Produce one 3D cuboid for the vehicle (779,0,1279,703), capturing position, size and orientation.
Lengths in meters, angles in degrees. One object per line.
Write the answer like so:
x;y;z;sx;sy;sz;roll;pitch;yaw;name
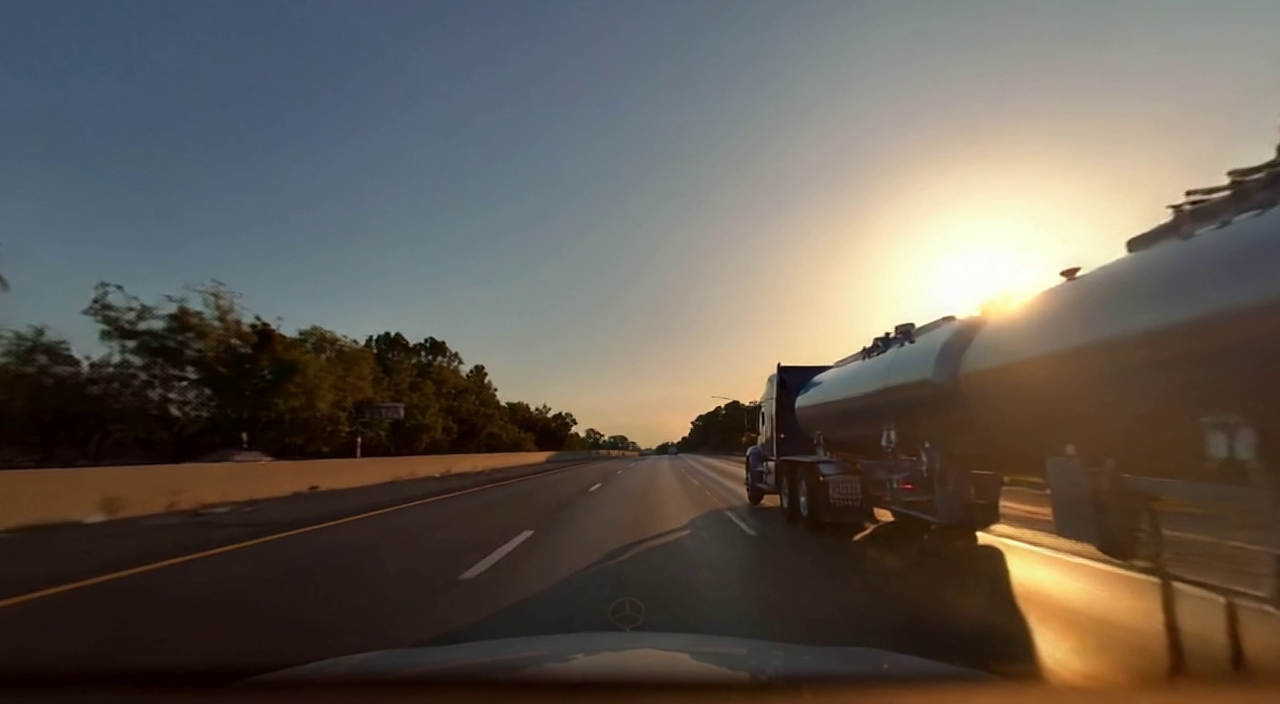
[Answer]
4.114;0.444;5.024;2.880;3.624;14.397;0;-8;1;vehicle
